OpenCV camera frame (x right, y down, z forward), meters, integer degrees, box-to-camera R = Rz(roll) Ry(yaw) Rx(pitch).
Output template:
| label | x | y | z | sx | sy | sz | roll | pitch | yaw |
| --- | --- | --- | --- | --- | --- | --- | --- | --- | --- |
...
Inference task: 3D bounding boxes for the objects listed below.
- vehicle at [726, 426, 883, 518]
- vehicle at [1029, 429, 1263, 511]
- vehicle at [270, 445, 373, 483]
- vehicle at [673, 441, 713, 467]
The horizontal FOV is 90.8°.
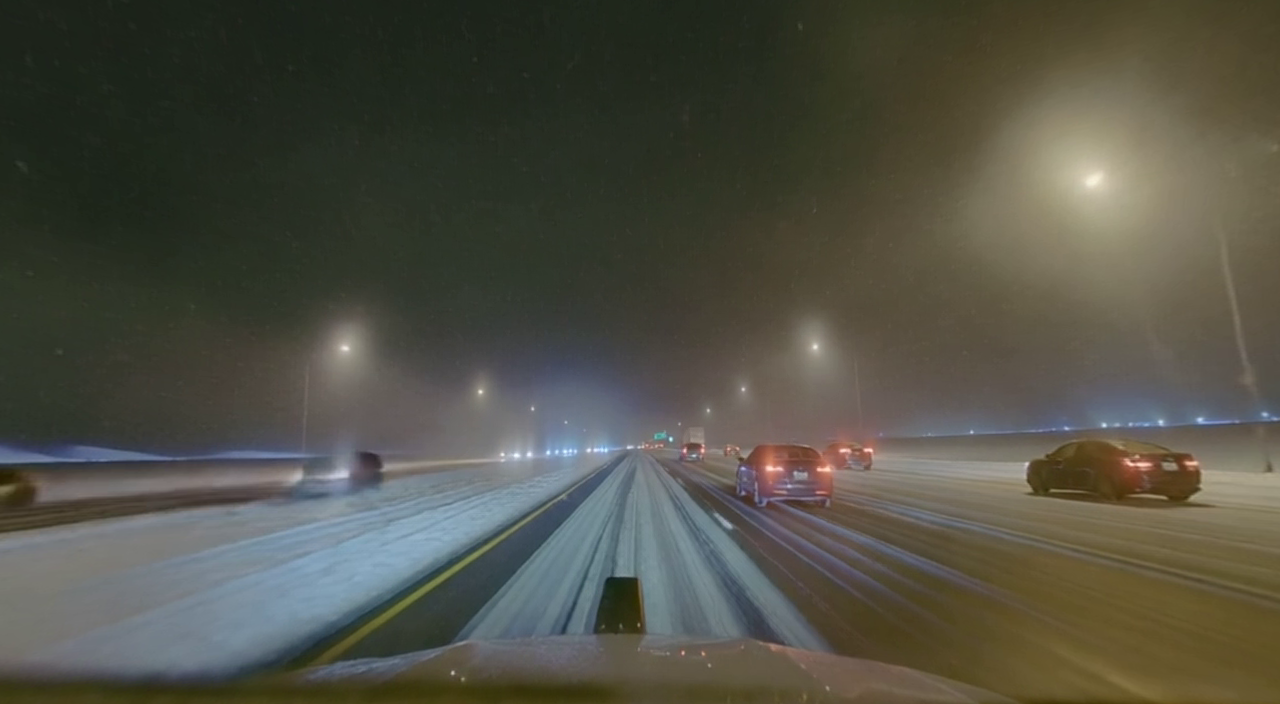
| label | x | y | z | sx | sy | sz | roll | pitch | yaw |
| --- | --- | --- | --- | --- | --- | --- | --- | --- | --- |
| vehicle | 3.214 | 2.447 | 13.451 | 1.977 | 1.601 | 4.598 | 0 | -8 | -2 |
| vehicle | 11.030 | 2.587 | 14.259 | 1.844 | 1.560 | 4.085 | 0 | -8 | 0 |
| vehicle | -11.533 | 4.037 | 23.177 | 1.730 | 1.210 | 3.824 | 0 | -8 | 1 |
| vehicle | 3.297 | 6.399 | 39.798 | 2.038 | 1.477 | 4.313 | 0 | -8 | -1 |
